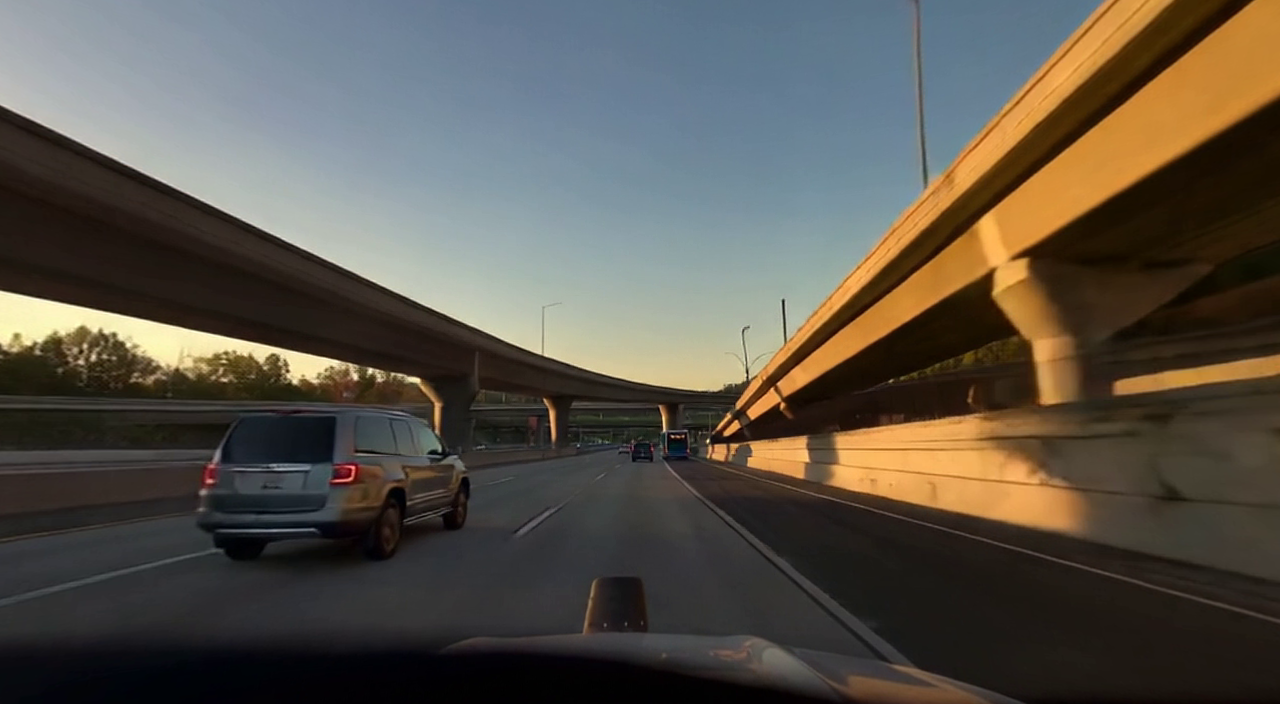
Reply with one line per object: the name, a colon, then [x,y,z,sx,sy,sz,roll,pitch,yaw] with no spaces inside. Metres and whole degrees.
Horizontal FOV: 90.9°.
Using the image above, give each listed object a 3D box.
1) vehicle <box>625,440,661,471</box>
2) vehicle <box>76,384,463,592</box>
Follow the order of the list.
vehicle: [0.164,6.148,37.685,2.052,1.711,4.223,0,-8,0]
vehicle: [-4.120,1.619,8.329,2.147,1.918,4.834,0,-8,0]
